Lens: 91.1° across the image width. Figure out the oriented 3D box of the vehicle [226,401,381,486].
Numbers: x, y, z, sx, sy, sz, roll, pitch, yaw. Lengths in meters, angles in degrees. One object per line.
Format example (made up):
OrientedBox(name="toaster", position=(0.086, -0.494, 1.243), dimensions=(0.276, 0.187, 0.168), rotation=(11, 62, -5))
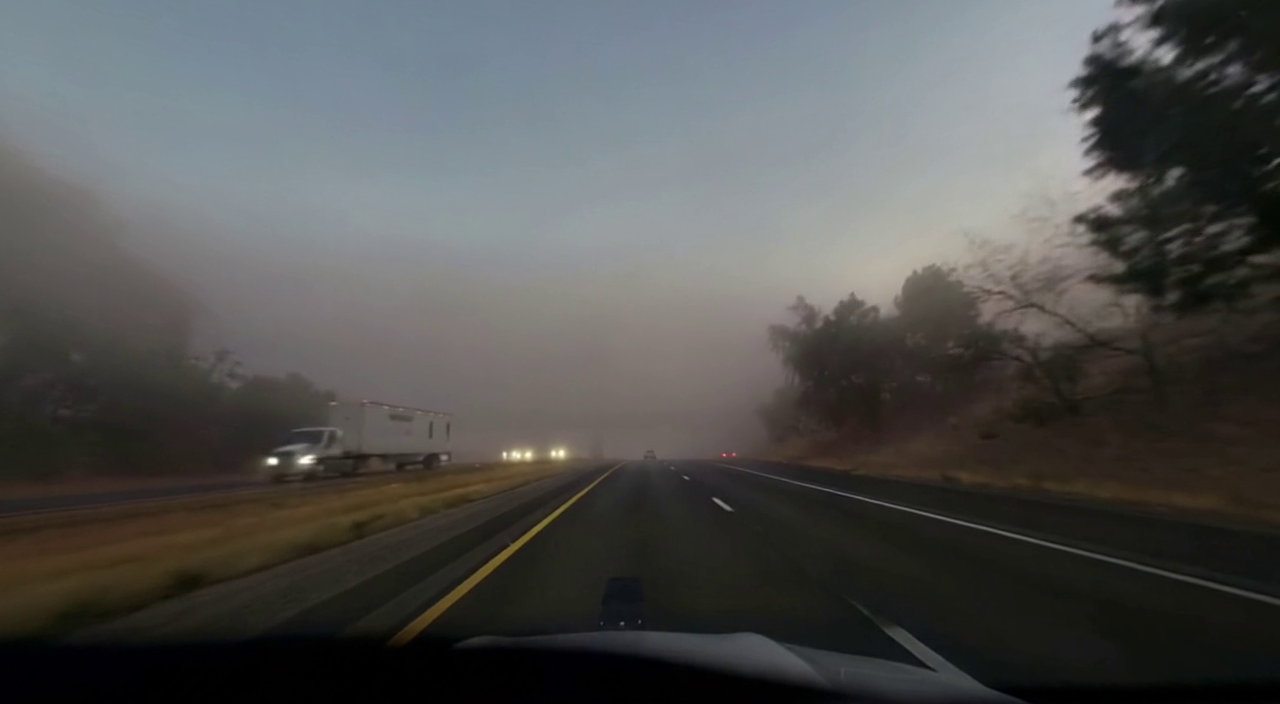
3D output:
OrientedBox(name="vehicle", position=(-17.271, 4.844, 33.284), dimensions=(3.078, 3.866, 8.973), rotation=(0, -8, 1))
